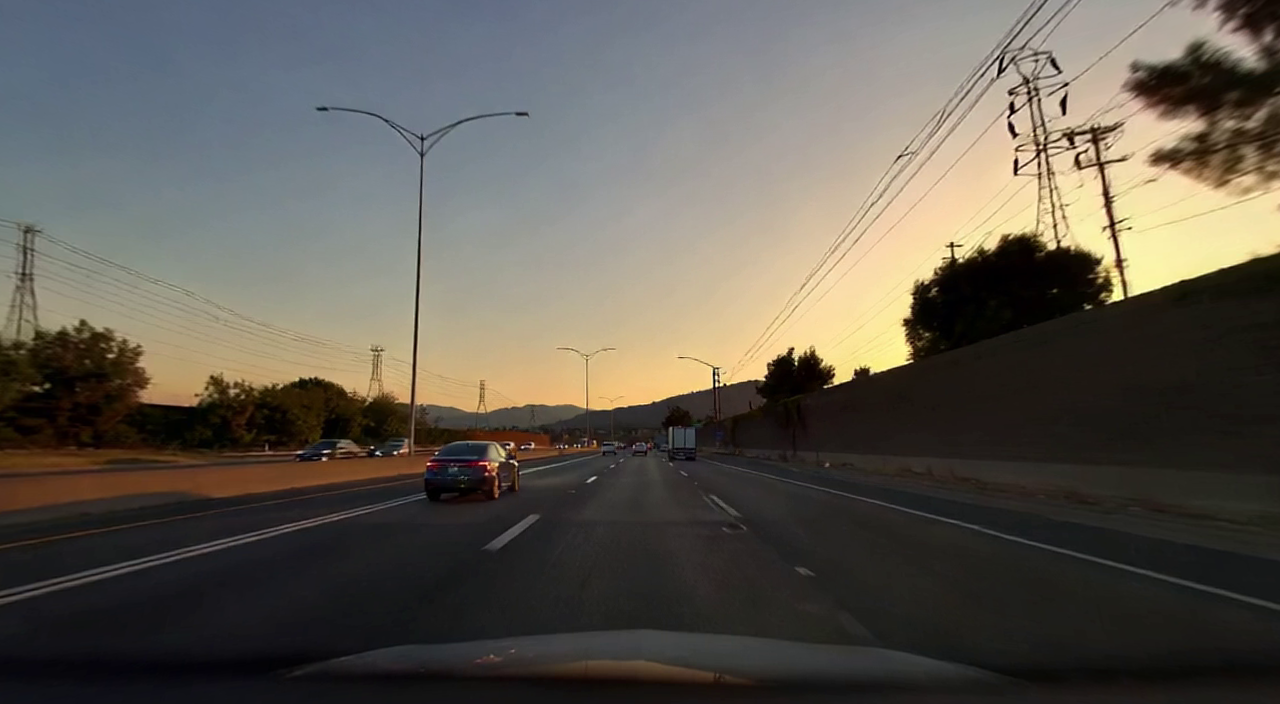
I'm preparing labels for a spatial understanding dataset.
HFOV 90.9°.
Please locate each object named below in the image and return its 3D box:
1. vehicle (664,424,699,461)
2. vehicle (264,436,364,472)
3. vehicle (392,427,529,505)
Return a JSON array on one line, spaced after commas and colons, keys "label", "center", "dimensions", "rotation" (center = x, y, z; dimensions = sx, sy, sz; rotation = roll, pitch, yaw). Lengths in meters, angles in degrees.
[{"label": "vehicle", "center": [3.155, 7.097, 49.197], "dimensions": [2.352, 2.698, 5.688], "rotation": [0, -8, 0]}, {"label": "vehicle", "center": [-15.701, 4.942, 30.710], "dimensions": [2.226, 1.582, 4.795], "rotation": [0, -8, 1]}, {"label": "vehicle", "center": [-4.204, 2.751, 15.642], "dimensions": [2.064, 1.642, 4.389], "rotation": [0, -8, 1]}]
